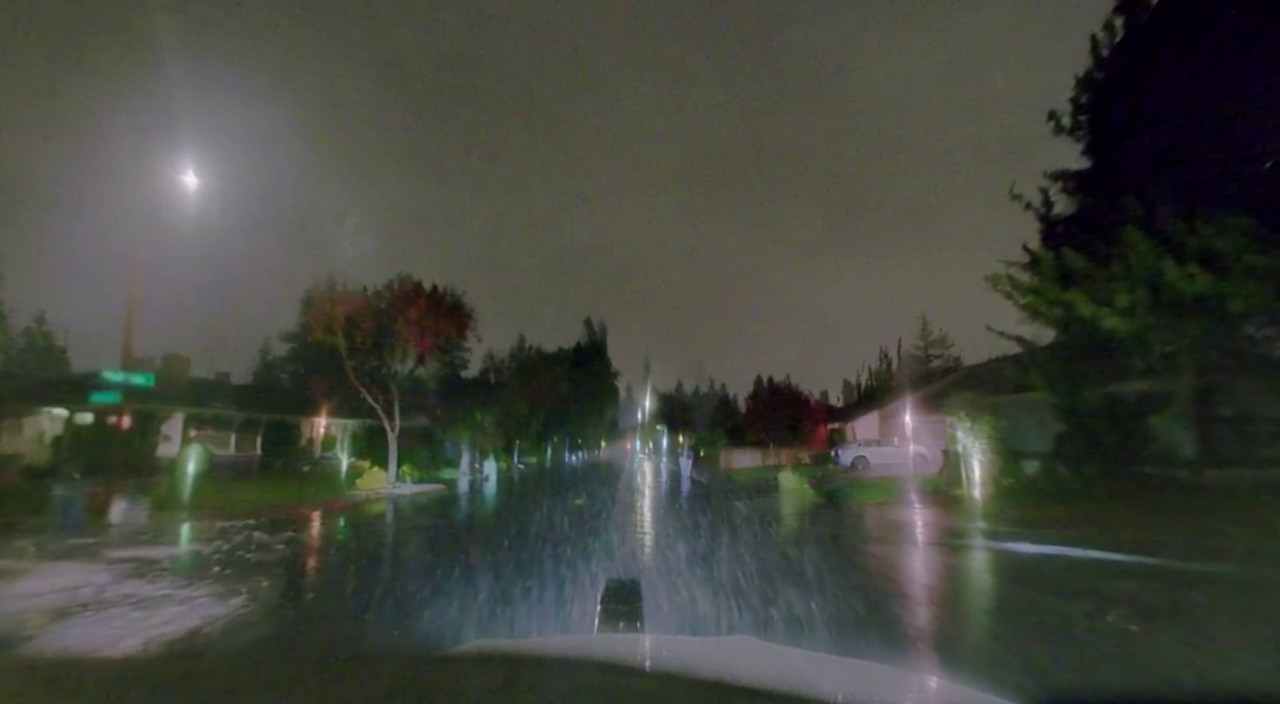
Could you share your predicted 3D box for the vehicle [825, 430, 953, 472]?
[{"bbox_3d":[11.189,4.476,28.655,4.894,1.616,1.965,-3,-9,1],"label":"vehicle"}]
